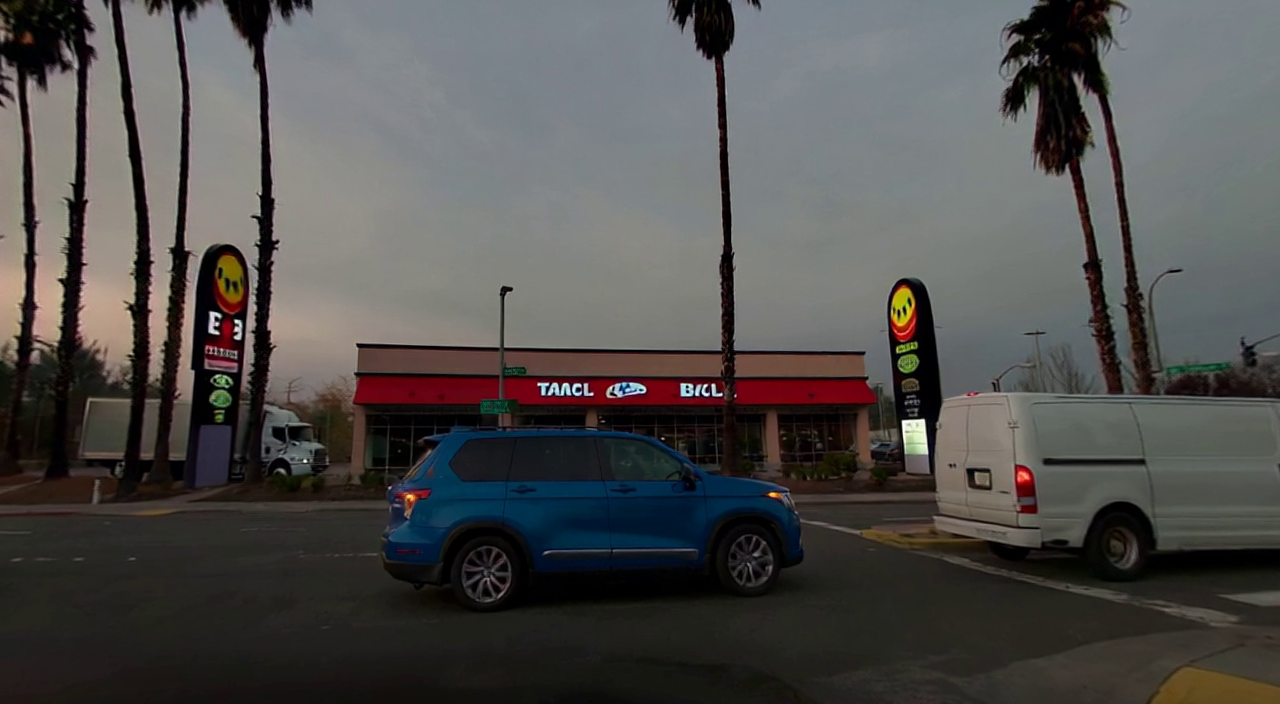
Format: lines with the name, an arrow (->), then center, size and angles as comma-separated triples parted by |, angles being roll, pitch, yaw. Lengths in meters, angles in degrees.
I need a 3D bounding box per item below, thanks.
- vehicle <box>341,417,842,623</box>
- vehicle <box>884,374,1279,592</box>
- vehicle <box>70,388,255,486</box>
vehicle -> -0.465, 1.637, 6.830 | 4.493, 1.728, 2.137 | 1, -9, -9
vehicle -> 6.691, 1.548, 8.019 | 6.246, 2.202, 2.277 | 1, -9, -7
vehicle -> -21.643, 4.017, 29.439 | 3.034, 3.929, 7.699 | 1, -9, -6
